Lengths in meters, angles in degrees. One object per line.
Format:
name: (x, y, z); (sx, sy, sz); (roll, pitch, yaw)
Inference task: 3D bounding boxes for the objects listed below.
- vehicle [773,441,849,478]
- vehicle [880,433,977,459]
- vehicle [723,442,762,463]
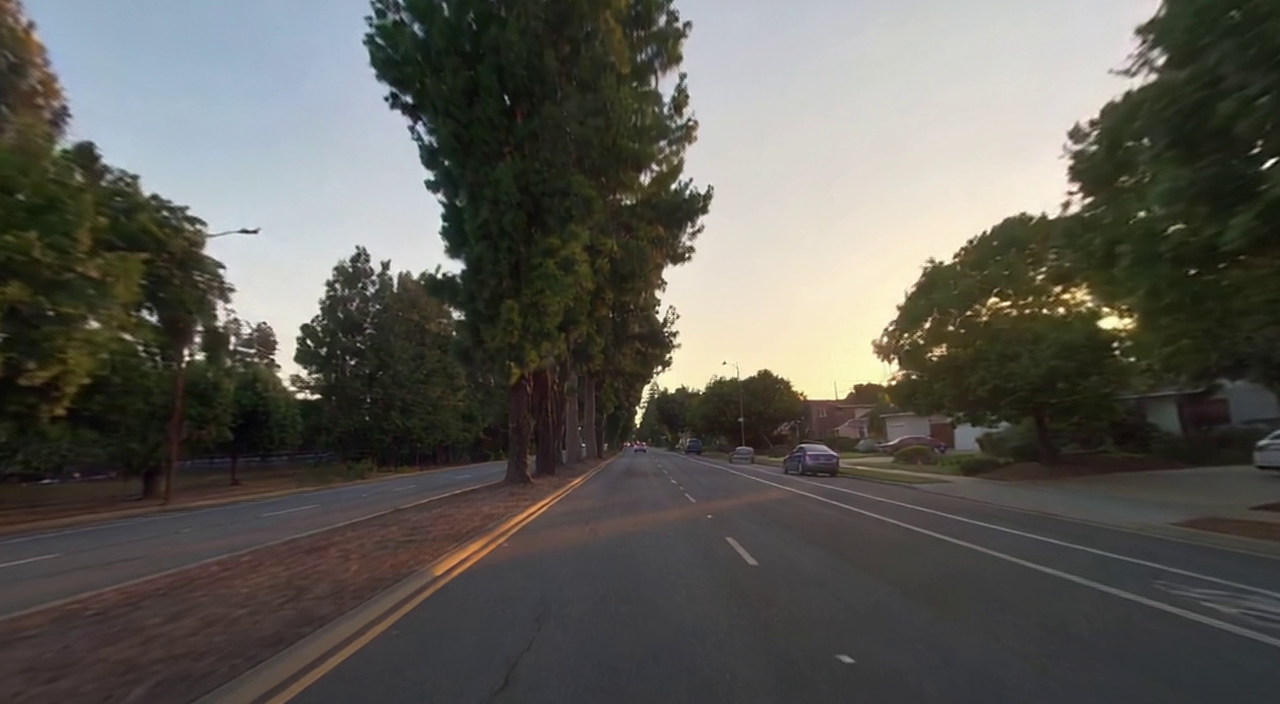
vehicle: (7.265, 4.597, 27.329); (2.010, 1.469, 4.548); (0, -8, 0)
vehicle: (17.637, 5.772, 38.815); (4.793, 1.537, 2.353); (1, -8, -5)
vehicle: (7.367, 7.240, 45.756); (1.967, 1.449, 4.645); (0, -8, -1)
